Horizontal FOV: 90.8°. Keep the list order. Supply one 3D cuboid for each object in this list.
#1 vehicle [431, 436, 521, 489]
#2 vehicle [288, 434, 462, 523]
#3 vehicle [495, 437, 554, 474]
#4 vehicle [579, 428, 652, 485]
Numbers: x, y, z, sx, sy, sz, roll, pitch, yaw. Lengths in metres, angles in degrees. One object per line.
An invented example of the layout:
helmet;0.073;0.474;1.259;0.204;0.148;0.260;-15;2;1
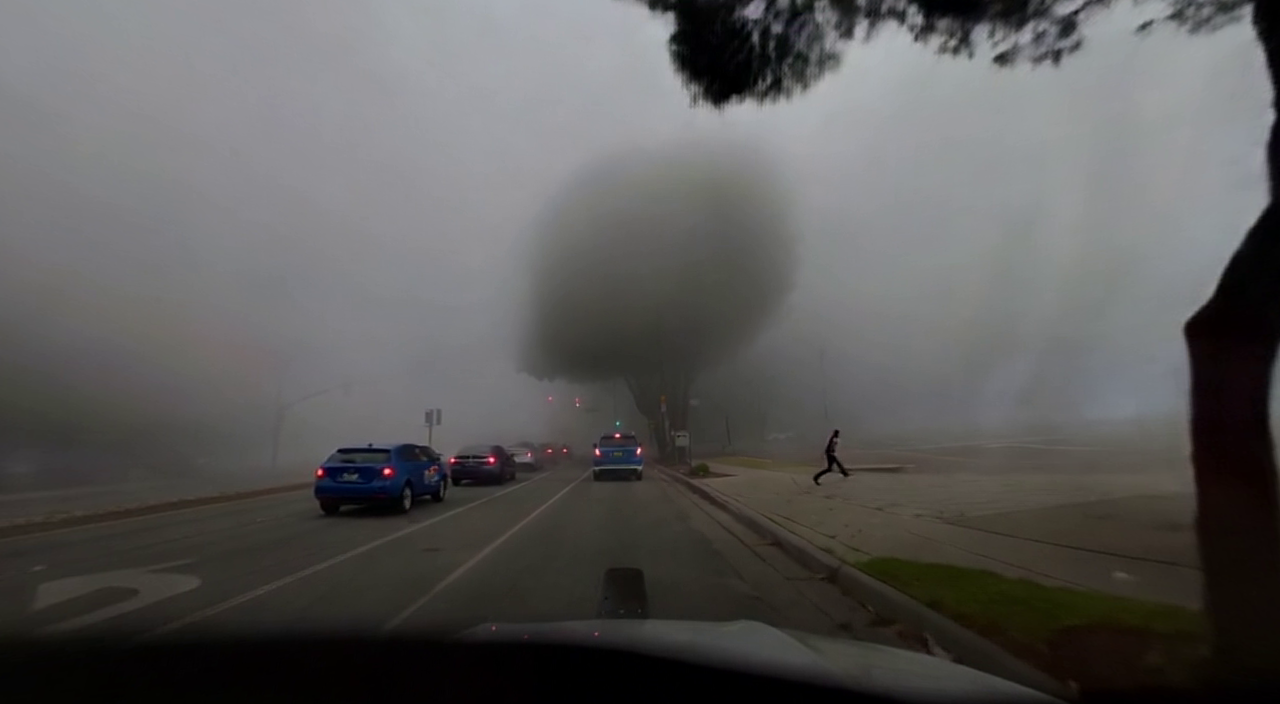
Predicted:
vehicle;-5.725;3.910;22.695;2.010;1.674;4.484;0;-8;0
vehicle;-5.497;2.647;13.813;2.069;1.616;4.108;0;-8;-1
vehicle;-5.876;5.318;32.696;2.188;1.774;4.477;0;-8;0
vehicle;-0.892;3.729;22.835;2.368;1.829;4.293;0;-9;-2
